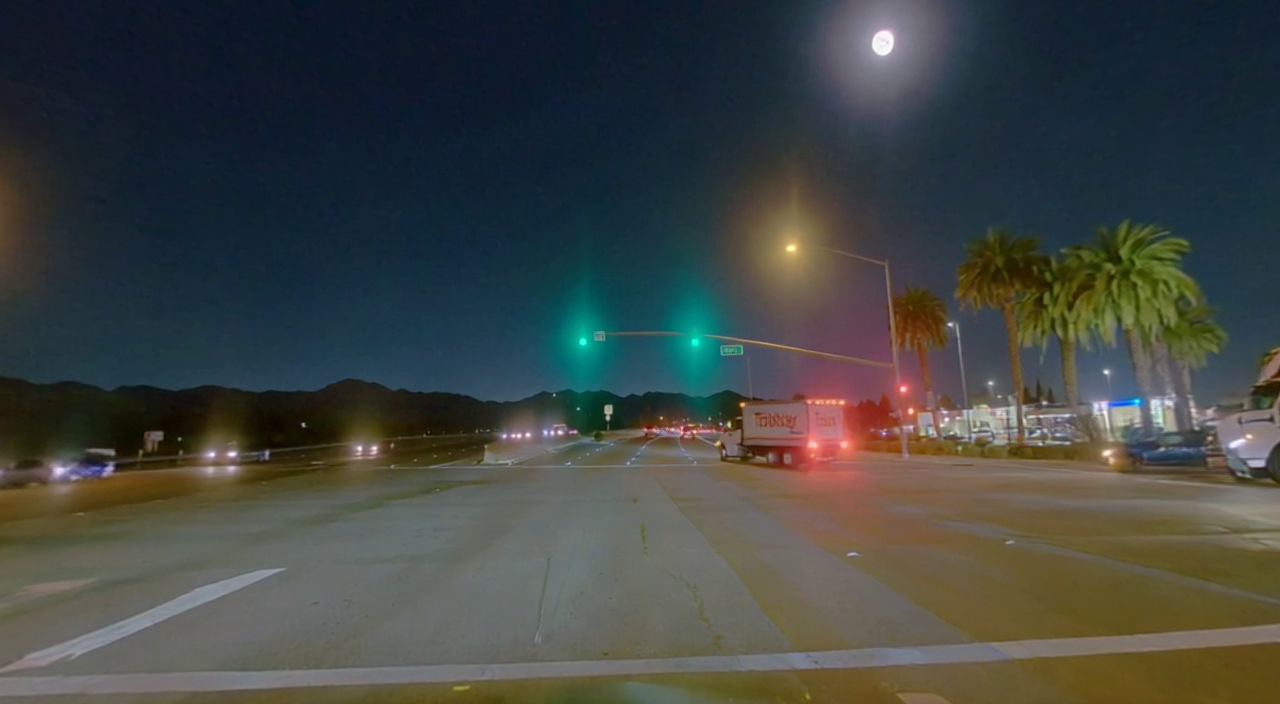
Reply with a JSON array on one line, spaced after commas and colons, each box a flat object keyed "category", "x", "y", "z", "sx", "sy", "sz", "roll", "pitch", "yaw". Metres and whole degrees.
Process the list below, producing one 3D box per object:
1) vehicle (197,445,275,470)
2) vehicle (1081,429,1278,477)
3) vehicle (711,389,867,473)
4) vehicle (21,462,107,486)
[{"category": "vehicle", "x": -26.211, "y": 6.836, "z": 40.926, "sx": 1.868, "sy": 1.469, "sz": 4.746, "roll": 0, "pitch": -9, "yaw": 1}, {"category": "vehicle", "x": 17.841, "y": 3.368, "z": 21.048, "sx": 4.508, "sy": 1.493, "sz": 1.907, "roll": -2, "pitch": -9, "yaw": 17}, {"category": "vehicle", "x": 6.730, "y": 3.802, "z": 29.669, "sx": 3.237, "sy": 3.414, "sz": 7.088, "roll": 5, "pitch": -10, "yaw": -27}, {"category": "vehicle", "x": -39.806, "y": 8.439, "z": 43.520, "sx": 1.689, "sy": 1.434, "sz": 3.999, "roll": -2, "pitch": -9, "yaw": 13}]
